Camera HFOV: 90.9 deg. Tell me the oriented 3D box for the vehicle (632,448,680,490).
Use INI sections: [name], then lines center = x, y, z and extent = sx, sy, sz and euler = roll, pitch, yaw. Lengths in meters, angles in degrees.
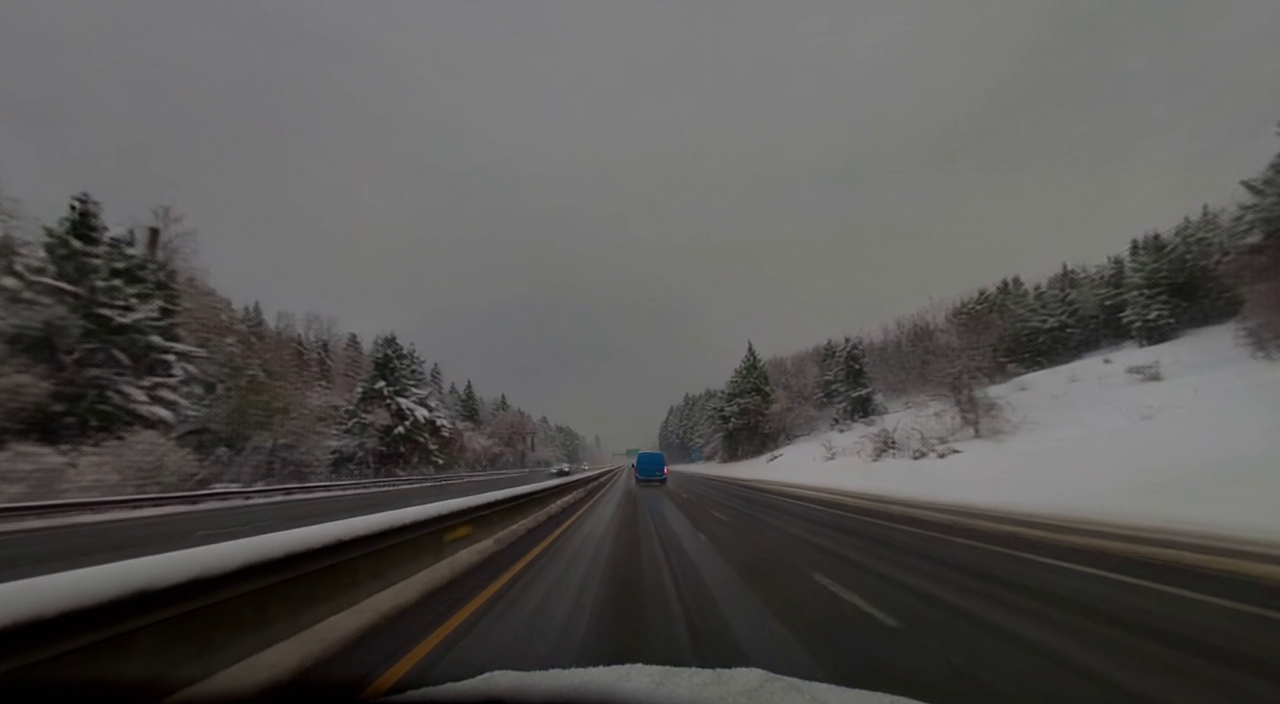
[vehicle]
center = 0.819, 6.565, 35.383
extent = 2.429, 2.167, 4.558
euler = 1, -11, -2
